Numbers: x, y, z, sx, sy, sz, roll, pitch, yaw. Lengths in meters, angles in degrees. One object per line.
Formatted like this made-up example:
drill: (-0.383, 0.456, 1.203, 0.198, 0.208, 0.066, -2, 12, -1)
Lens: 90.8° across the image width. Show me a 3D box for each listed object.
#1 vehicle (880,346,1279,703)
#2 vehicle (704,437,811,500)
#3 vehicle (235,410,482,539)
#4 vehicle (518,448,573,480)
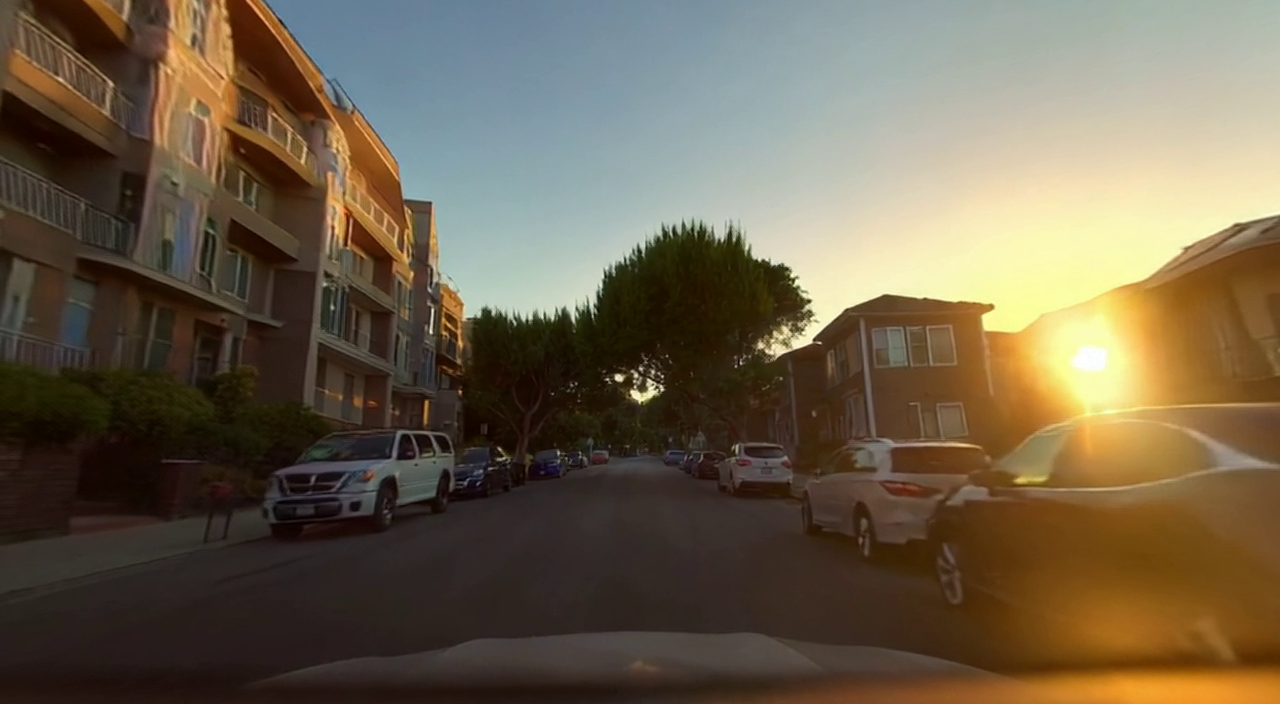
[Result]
vehicle: (3.592, 1.105, 3.968, 2.216, 1.790, 5.077, 0, -8, 1)
vehicle: (3.946, 4.054, 22.626, 2.473, 1.895, 6.050, 0, -8, -2)
vehicle: (-5.564, 2.557, 13.776, 2.596, 2.152, 5.689, -1, -9, 2)
vehicle: (-5.446, 6.518, 37.176, 2.222, 1.735, 5.215, -1, -8, 2)
